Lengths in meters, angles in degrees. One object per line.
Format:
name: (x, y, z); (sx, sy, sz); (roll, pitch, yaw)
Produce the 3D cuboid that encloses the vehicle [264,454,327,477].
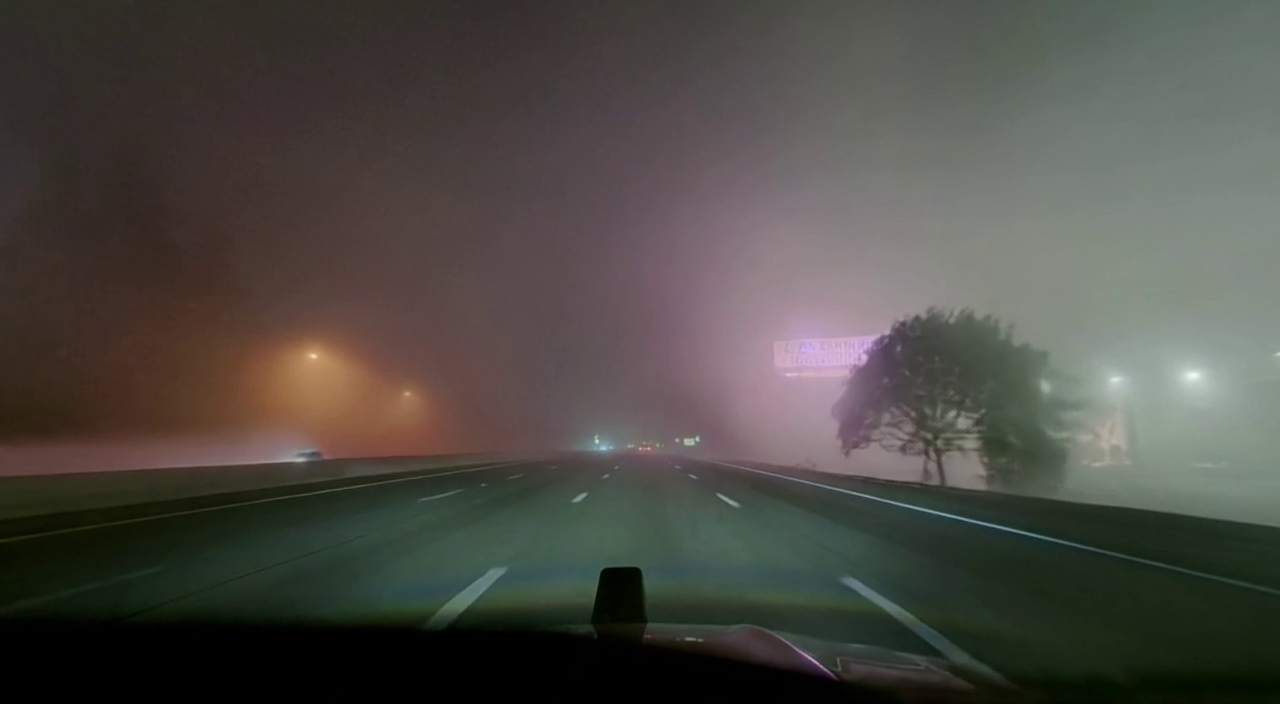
vehicle: (-24.459, 8.051, 44.806); (1.918, 1.465, 4.515); (0, -9, 0)
